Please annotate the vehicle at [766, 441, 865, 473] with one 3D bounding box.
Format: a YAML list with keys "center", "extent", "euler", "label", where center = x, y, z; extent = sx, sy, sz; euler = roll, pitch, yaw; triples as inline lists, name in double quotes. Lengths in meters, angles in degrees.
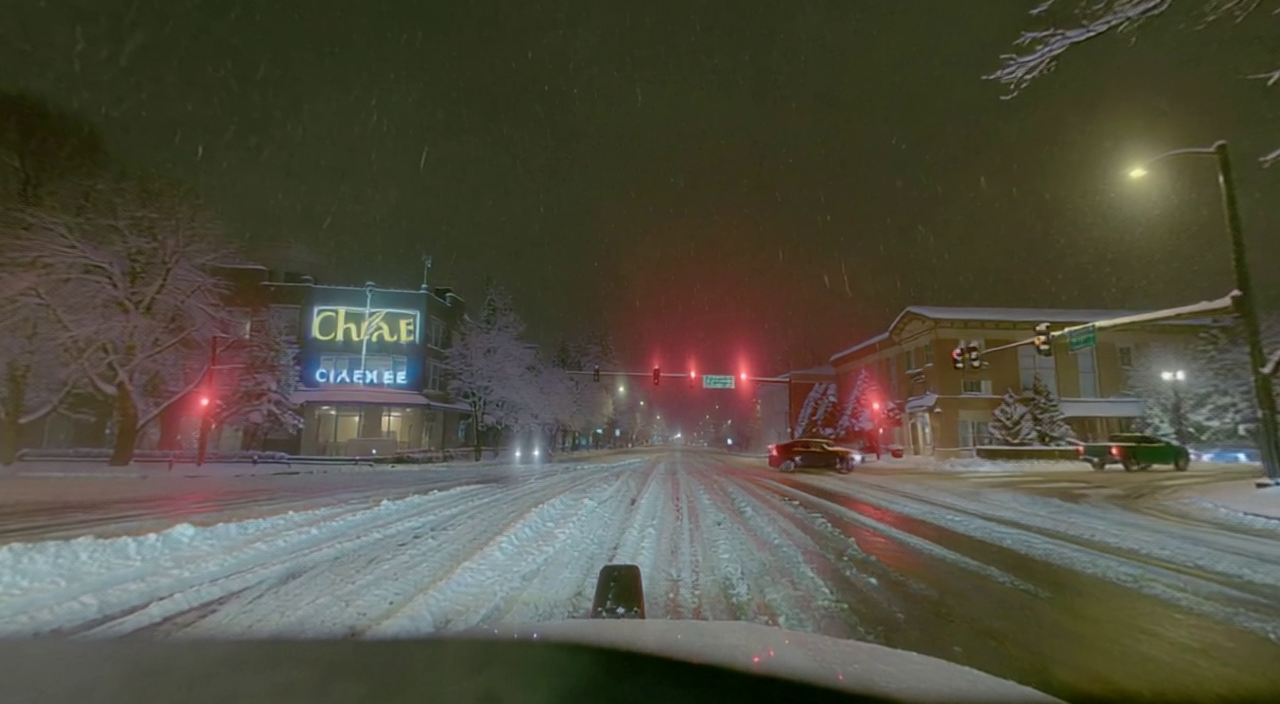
- center: [8.531, 5.119, 30.874]
  extent: [4.457, 1.464, 1.879]
  euler: [-2, -9, 16]
  label: "vehicle"

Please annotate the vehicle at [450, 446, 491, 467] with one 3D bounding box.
- center: [-12.606, 7.764, 47.094]
  extent: [1.946, 1.474, 4.008]
  euler: [0, -9, 0]
  label: "vehicle"

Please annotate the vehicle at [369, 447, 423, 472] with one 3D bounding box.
- center: [-16.237, 7.138, 42.248]
  extent: [1.883, 1.586, 4.297]
  euler: [0, -9, 0]
  label: "vehicle"

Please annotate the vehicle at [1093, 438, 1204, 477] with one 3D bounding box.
- center: [27.307, 5.604, 33.893]
  extent: [5.667, 1.927, 2.289]
  euler: [4, -10, -26]
  label: "vehicle"

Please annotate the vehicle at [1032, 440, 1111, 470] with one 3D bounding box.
- center: [26.363, 6.268, 38.570]
  extent: [4.541, 1.731, 2.007]
  euler: [5, -10, -28]
  label: "vehicle"
